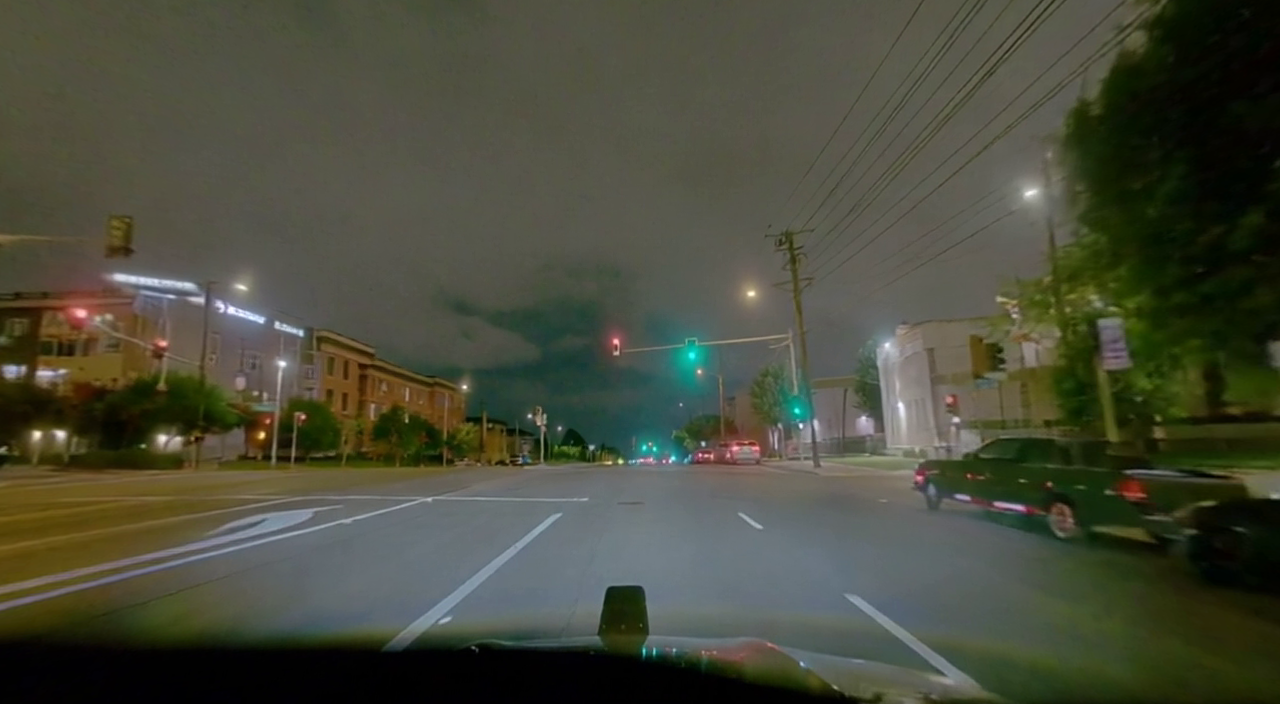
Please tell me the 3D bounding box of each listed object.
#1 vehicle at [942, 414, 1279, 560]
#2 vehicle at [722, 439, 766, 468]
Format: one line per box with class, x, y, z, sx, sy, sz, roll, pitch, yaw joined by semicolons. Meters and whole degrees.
vehicle;6.863;1.969;9.972;1.988;1.740;4.498;0;-8;1
vehicle;7.100;6.990;43.668;2.148;1.904;4.910;0;-8;-1
